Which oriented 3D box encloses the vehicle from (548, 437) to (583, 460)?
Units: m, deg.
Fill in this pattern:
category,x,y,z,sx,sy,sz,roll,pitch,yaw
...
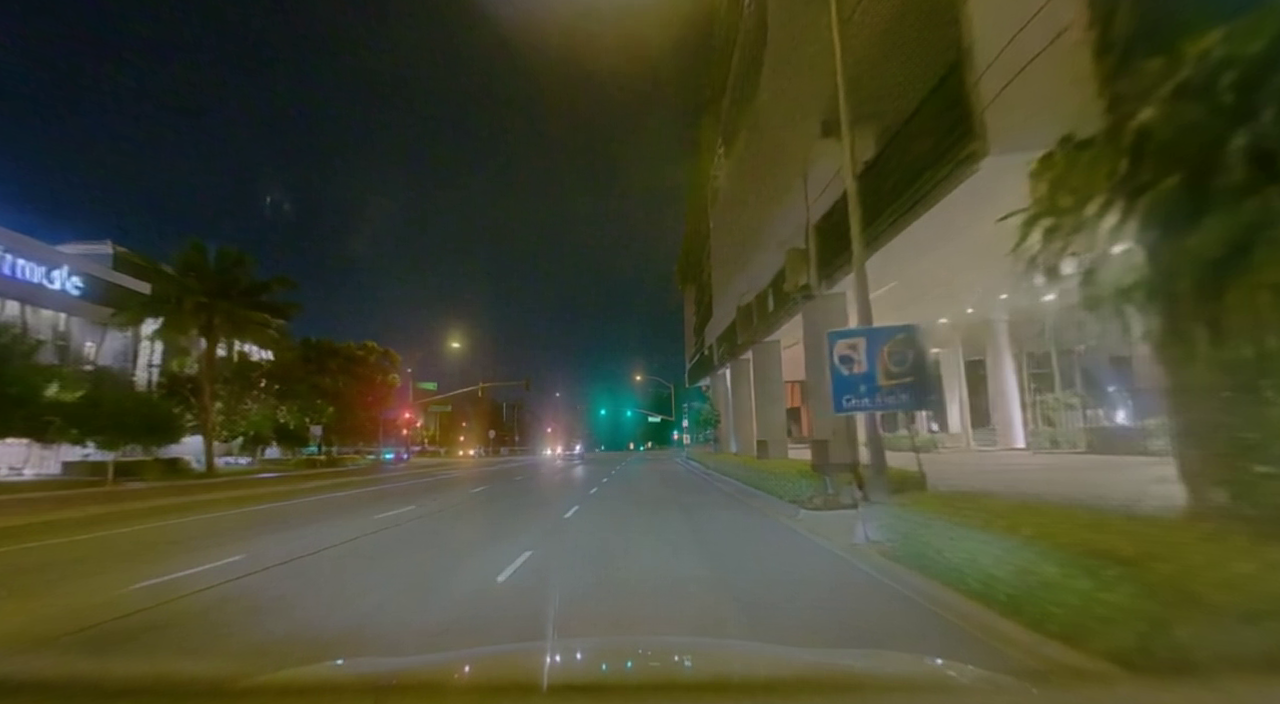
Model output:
category,x,y,z,sx,sy,sz,roll,pitch,yaw
vehicle,-5.888,7.649,49.964,2.121,1.731,4.707,0,-8,1
